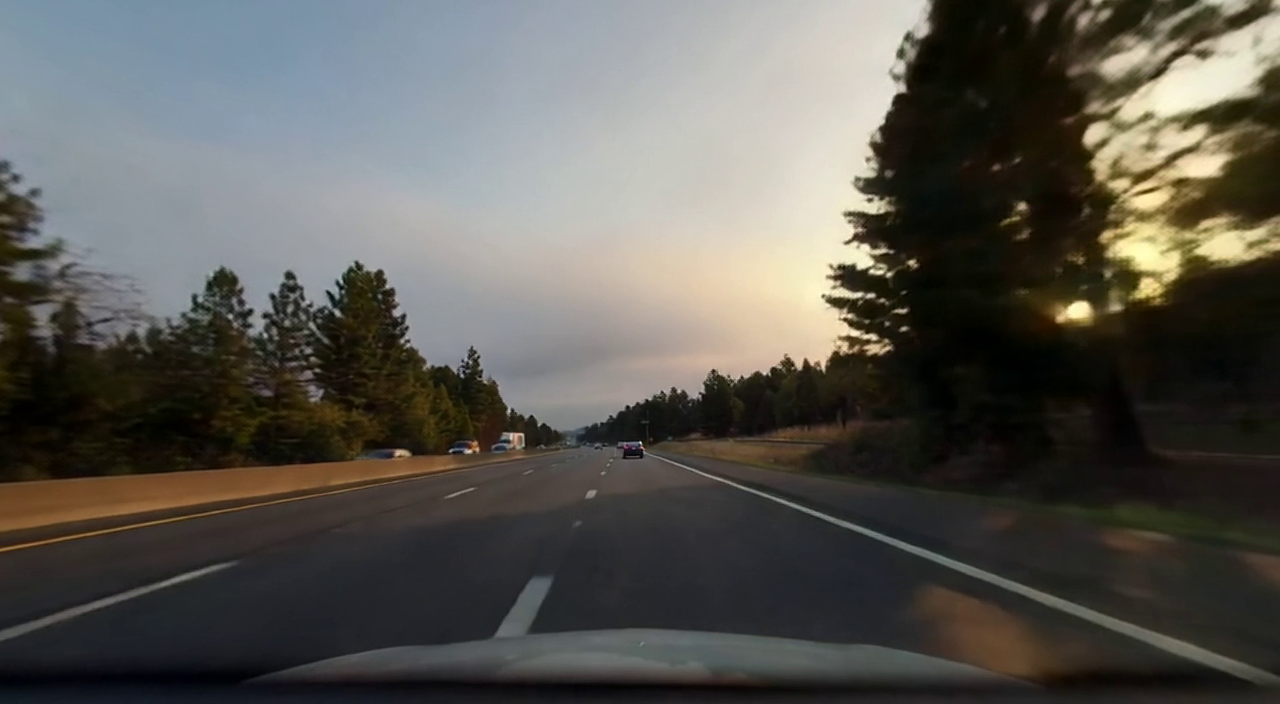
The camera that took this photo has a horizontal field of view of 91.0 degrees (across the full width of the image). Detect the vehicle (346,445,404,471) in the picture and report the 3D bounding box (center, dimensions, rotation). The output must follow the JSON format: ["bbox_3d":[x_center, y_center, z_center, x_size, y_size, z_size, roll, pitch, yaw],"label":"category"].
[{"bbox_3d":[-16.859,6.743,40.280,1.930,1.507,4.314,0,-8,-2],"label":"vehicle"}]
